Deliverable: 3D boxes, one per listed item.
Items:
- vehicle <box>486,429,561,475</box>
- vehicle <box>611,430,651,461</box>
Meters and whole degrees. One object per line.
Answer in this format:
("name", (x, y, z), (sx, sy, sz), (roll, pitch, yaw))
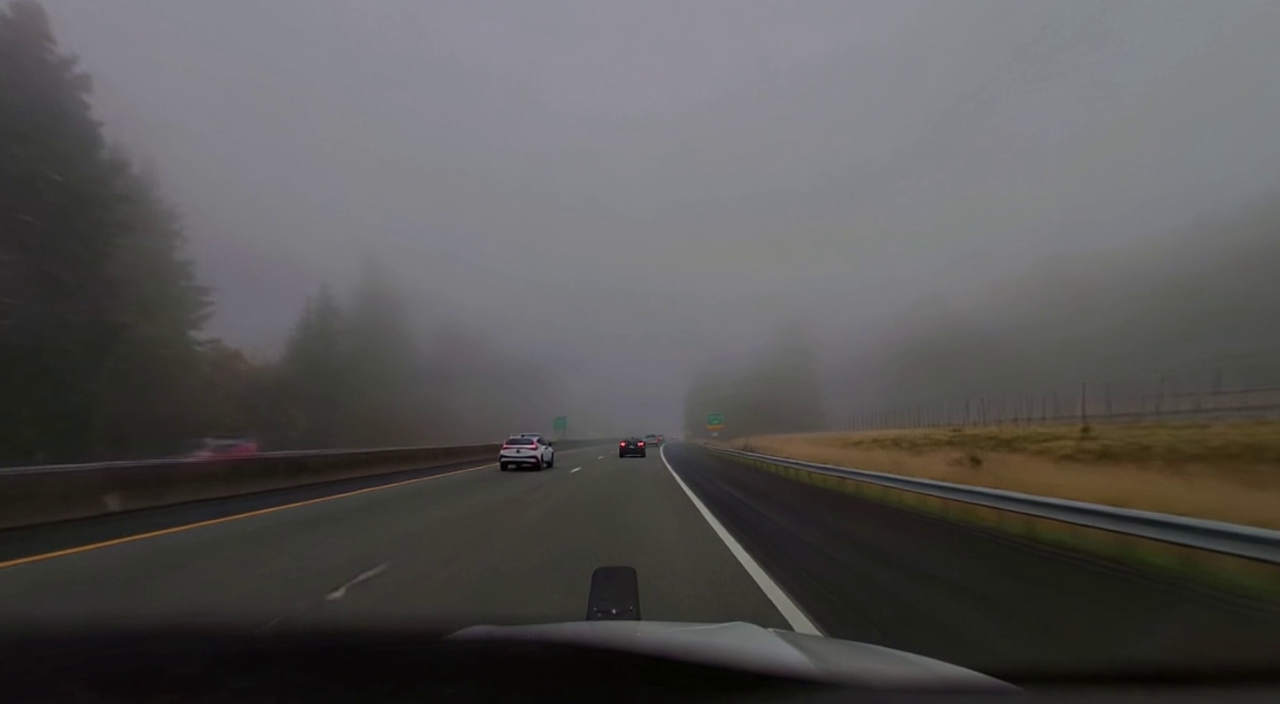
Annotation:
("vehicle", (-4.550, 3.987, 25.259), (2.075, 1.653, 4.317), (-1, -8, 1))
("vehicle", (-0.493, 5.407, 36.361), (2.146, 1.636, 4.026), (-1, -8, 0))
